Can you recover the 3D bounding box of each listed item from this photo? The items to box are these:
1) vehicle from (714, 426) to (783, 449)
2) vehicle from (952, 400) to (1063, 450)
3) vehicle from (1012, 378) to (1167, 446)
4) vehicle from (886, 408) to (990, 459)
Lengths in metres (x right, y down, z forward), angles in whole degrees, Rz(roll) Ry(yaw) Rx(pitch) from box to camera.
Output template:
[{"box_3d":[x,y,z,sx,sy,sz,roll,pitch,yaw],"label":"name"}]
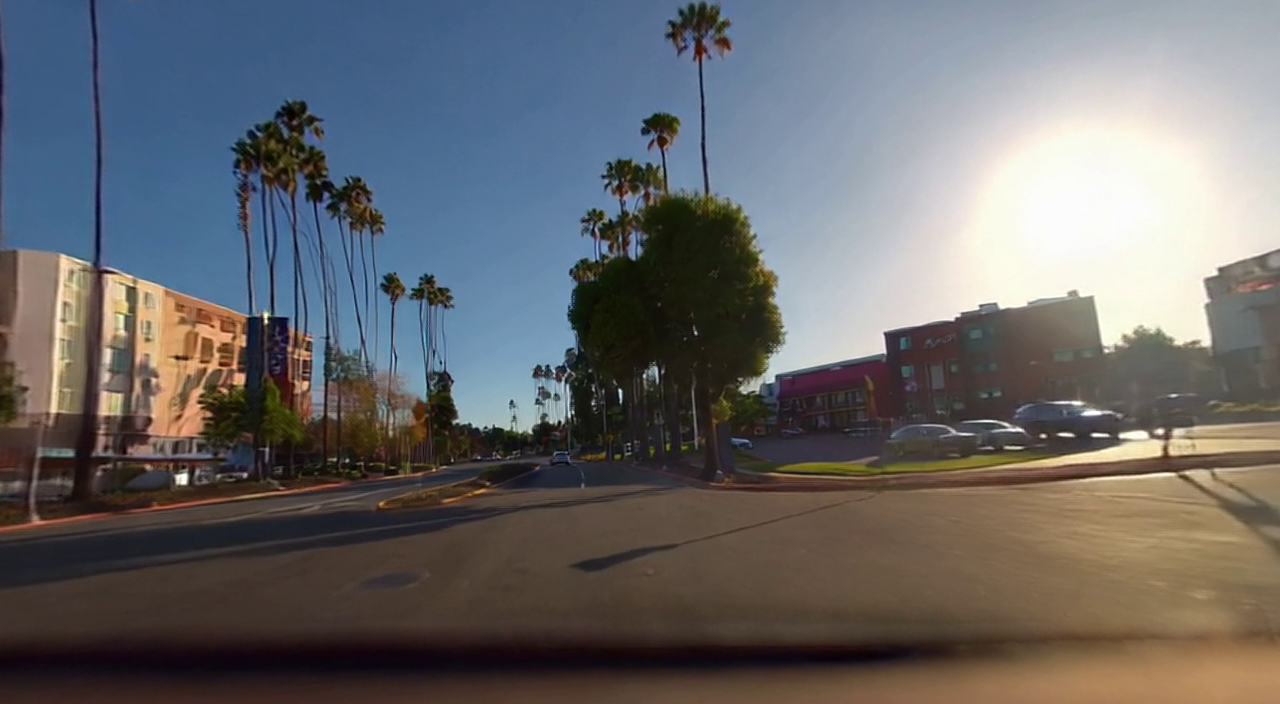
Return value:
[{"box_3d":[8.090,6.433,46.980,4.671,1.630,2.200,0,-9,-4],"label":"vehicle"},{"box_3d":[13.812,2.875,23.970,2.065,1.687,4.584,-2,-9,10],"label":"vehicle"},{"box_3d":[16.650,2.388,23.730,2.237,1.962,5.424,-9,-9,8],"label":"vehicle"},{"box_3d":[11.227,3.185,24.102,2.196,1.715,4.918,-2,-9,9],"label":"vehicle"}]
